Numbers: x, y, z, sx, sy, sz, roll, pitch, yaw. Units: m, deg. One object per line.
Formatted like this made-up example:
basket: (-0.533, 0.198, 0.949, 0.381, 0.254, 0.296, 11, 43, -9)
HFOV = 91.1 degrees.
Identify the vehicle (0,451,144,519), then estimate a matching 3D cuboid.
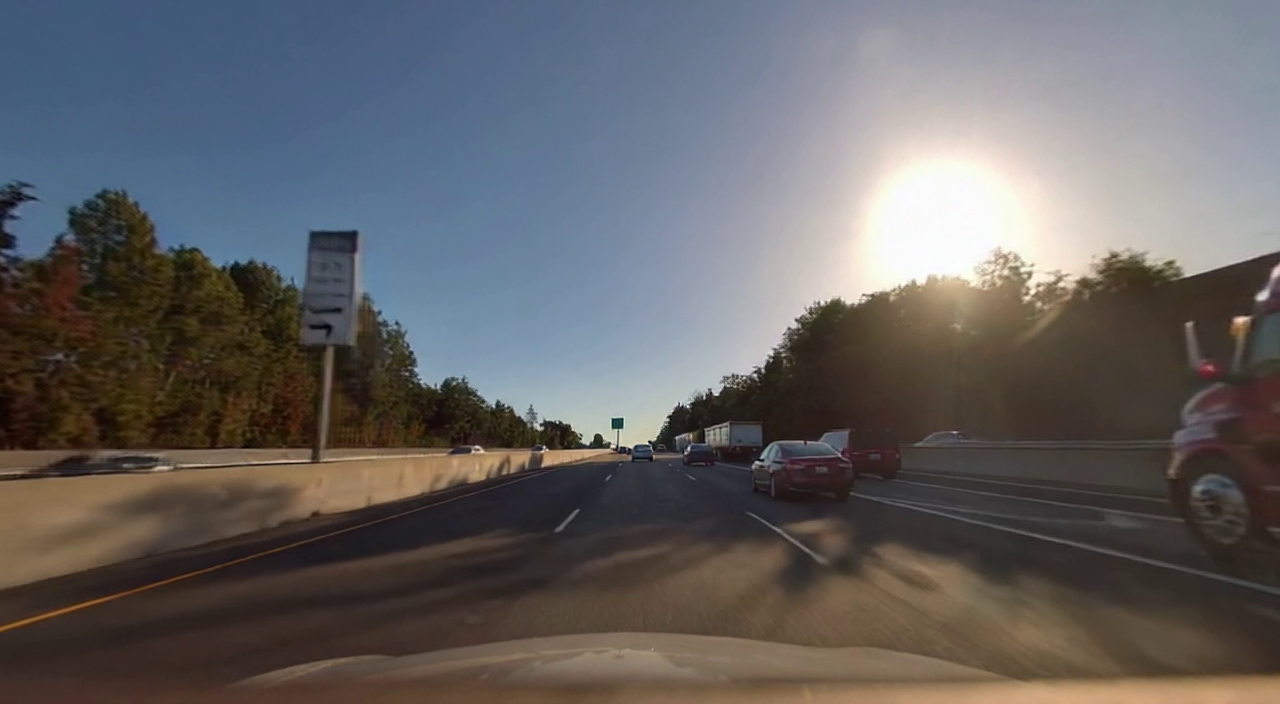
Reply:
vehicle: (-17.246, 3.705, 18.012, 2.123, 1.677, 4.721, 0, -8, 0)

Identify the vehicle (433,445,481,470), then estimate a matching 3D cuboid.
vehicle: (-13.131, 7.599, 45.332, 1.987, 1.671, 4.600, 0, -8, 2)

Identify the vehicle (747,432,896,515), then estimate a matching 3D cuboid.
vehicle: (3.697, 2.559, 13.794, 1.888, 1.501, 4.608, 0, -8, 0)

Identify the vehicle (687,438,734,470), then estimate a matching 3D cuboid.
vehicle: (3.909, 5.709, 35.363, 2.084, 1.668, 4.511, 0, -8, 0)

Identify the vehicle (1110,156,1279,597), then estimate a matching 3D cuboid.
vehicle: (7.286, -0.071, 3.804, 2.824, 4.018, 7.624, 0, -8, 1)

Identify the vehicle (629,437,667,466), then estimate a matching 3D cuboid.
vehicle: (0.503, 6.338, 40.007, 2.313, 1.736, 4.215, 0, -8, 1)
